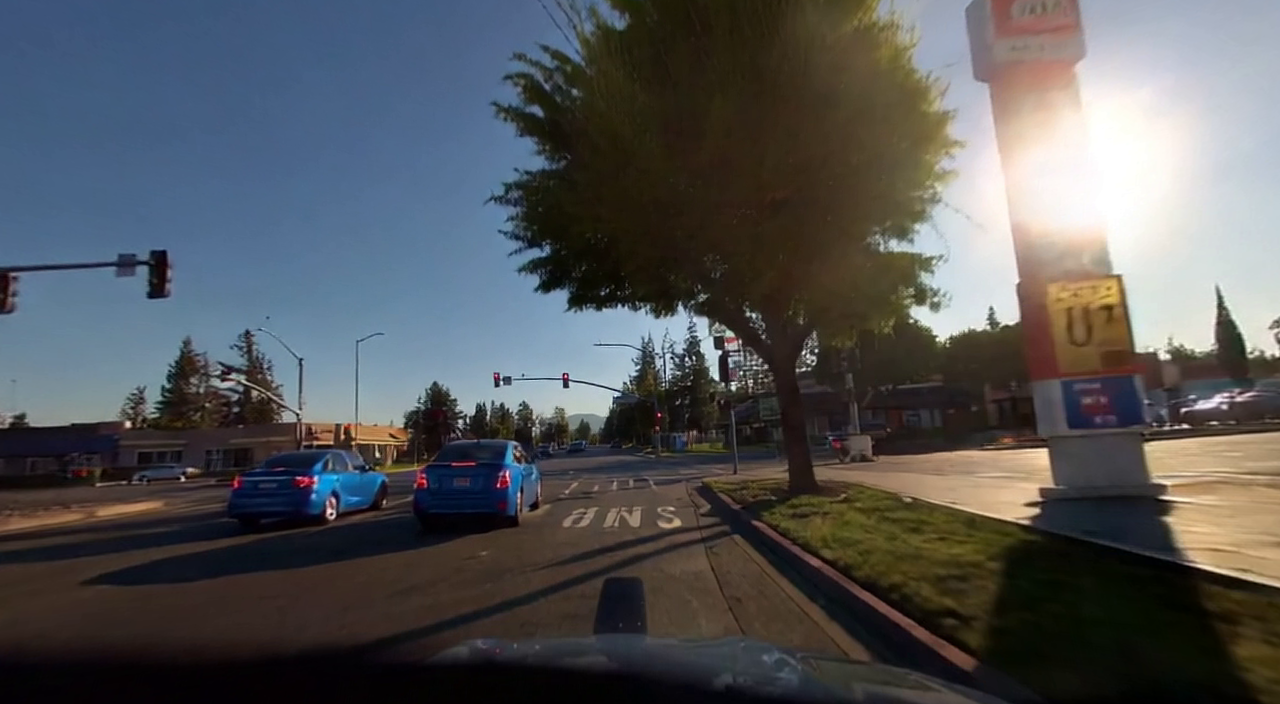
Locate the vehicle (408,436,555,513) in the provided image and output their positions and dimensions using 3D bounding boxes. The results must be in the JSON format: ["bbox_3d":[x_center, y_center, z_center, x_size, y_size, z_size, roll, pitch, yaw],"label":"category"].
[{"bbox_3d":[-3.366,2.705,14.552,2.054,1.449,4.772,0,-8,1],"label":"vehicle"}]

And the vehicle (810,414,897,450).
[{"bbox_3d":[12.812,4.830,38.054,4.428,1.501,1.884,-7,-8,-2],"label":"vehicle"}]

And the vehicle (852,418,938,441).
[{"bbox_3d":[16.597,5.089,41.279,4.712,1.466,1.962,0,-9,-1],"label":"vehicle"}]

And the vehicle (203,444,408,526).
[{"bbox_3d":[-6.714,2.671,13.336,1.966,1.439,4.161,0,-8,1],"label":"vehicle"}]

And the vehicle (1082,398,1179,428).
[{"bbox_3d":[32.178,4.015,41.510,4.630,1.824,2.031,0,-8,-2],"label":"vehicle"}]
